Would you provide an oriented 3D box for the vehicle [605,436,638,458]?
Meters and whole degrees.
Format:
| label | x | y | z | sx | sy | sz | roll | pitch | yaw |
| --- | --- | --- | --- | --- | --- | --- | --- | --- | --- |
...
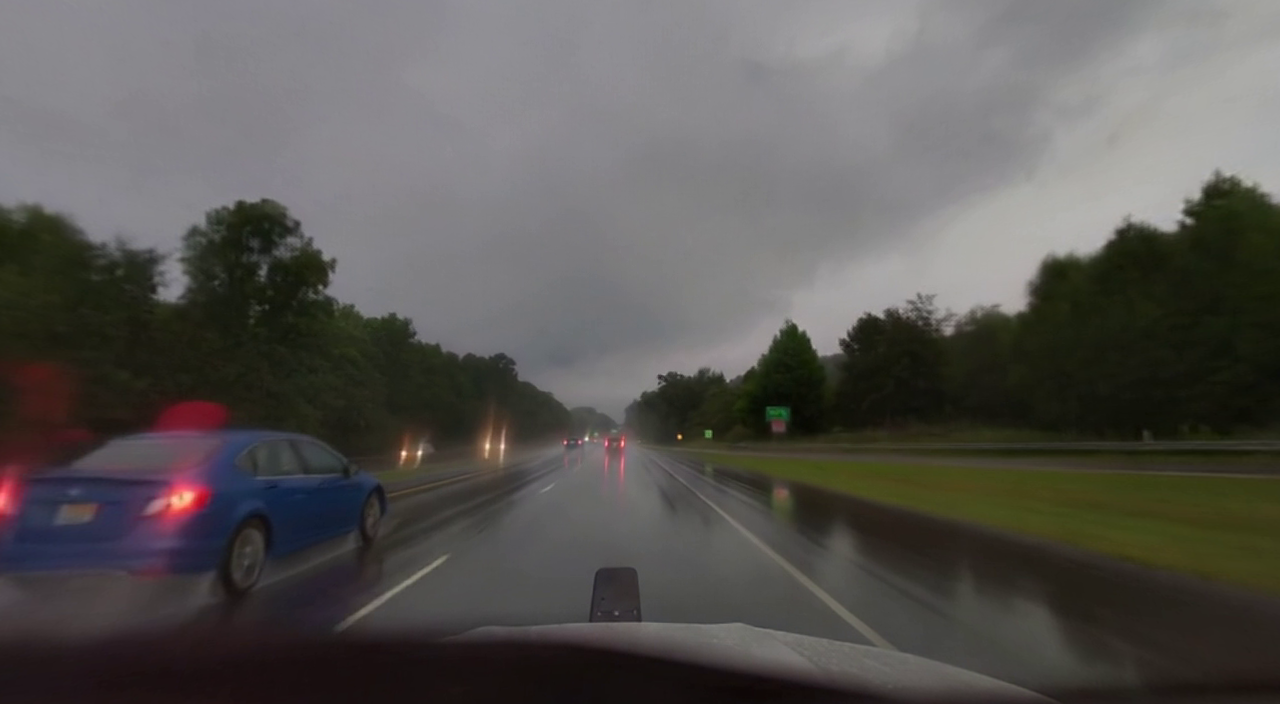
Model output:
| label | x | y | z | sx | sy | sz | roll | pitch | yaw |
| --- | --- | --- | --- | --- | --- | --- | --- | --- | --- |
| vehicle | -1.278 | 6.650 | 44.167 | 2.162 | 1.460 | 4.242 | 0 | -8 | -2 |

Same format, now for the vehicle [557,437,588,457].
| label | x | y | z | sx | sy | sz | roll | pitch | yaw |
| --- | --- | --- | --- | --- | --- | --- | --- | --- | --- |
| vehicle | -5.016 | 7.092 | 47.228 | 1.907 | 1.445 | 4.049 | 0 | -8 | -1 |

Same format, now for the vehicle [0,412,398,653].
| label | x | y | z | sx | sy | sz | roll | pitch | yaw |
| --- | --- | --- | --- | --- | --- | --- | --- | --- | --- |
| vehicle | -4.092 | 1.396 | 6.018 | 1.958 | 1.477 | 4.121 | 0 | -8 | -1 |
